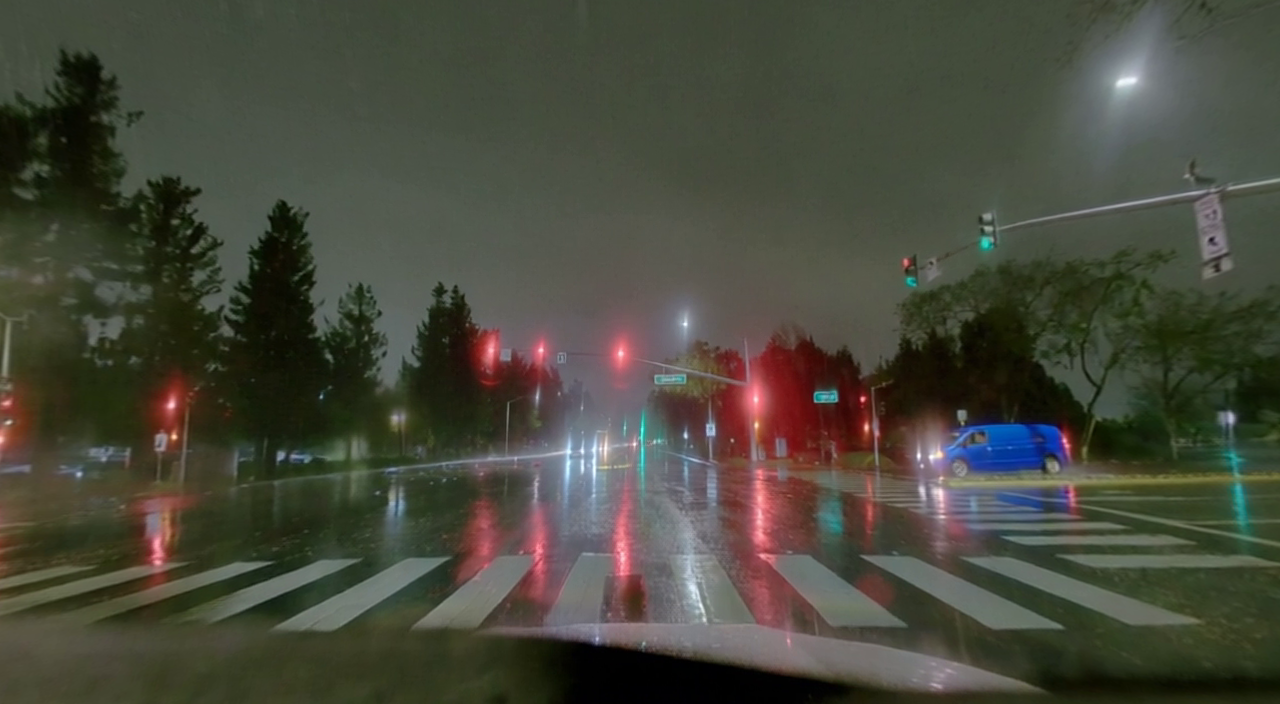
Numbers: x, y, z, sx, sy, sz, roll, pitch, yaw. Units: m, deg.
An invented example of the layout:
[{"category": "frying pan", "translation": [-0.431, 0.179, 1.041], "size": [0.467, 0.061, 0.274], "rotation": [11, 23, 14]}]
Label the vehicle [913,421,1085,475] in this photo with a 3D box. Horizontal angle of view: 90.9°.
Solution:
[{"category": "vehicle", "translation": [12.424, 3.363, 22.090], "size": [4.790, 1.798, 1.909], "rotation": [0, -8, 1]}]
